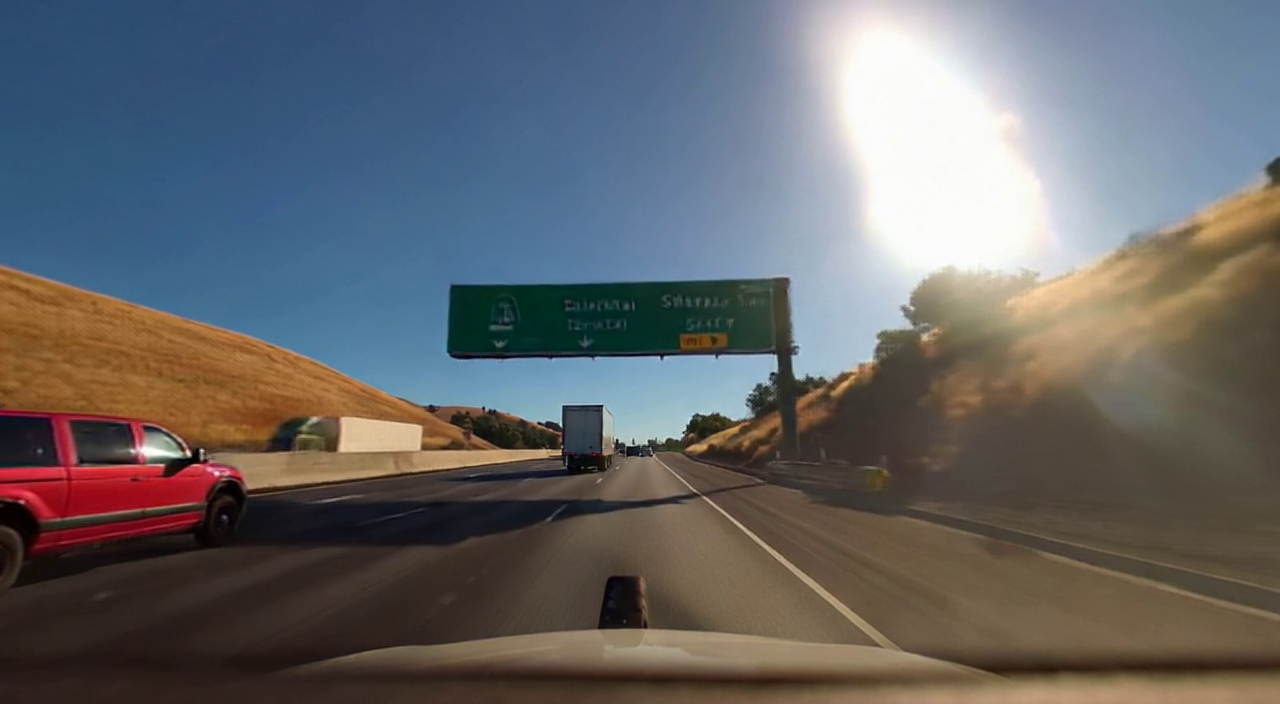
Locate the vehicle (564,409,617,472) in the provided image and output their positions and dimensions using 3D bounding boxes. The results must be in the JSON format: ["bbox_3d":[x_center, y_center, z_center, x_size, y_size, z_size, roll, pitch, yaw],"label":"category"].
[{"bbox_3d":[-3.514,6.896,48.860,2.893,4.073,15.281,0,-8,0],"label":"vehicle"}]

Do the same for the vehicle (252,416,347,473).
[{"bbox_3d":[-23.773,6.516,44.471,2.976,3.672,6.277,-1,-8,1],"label":"vehicle"}]

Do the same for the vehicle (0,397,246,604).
[{"bbox_3d":[-6.904,1.477,6.592,2.175,1.860,5.236,0,-8,0],"label":"vehicle"}]
